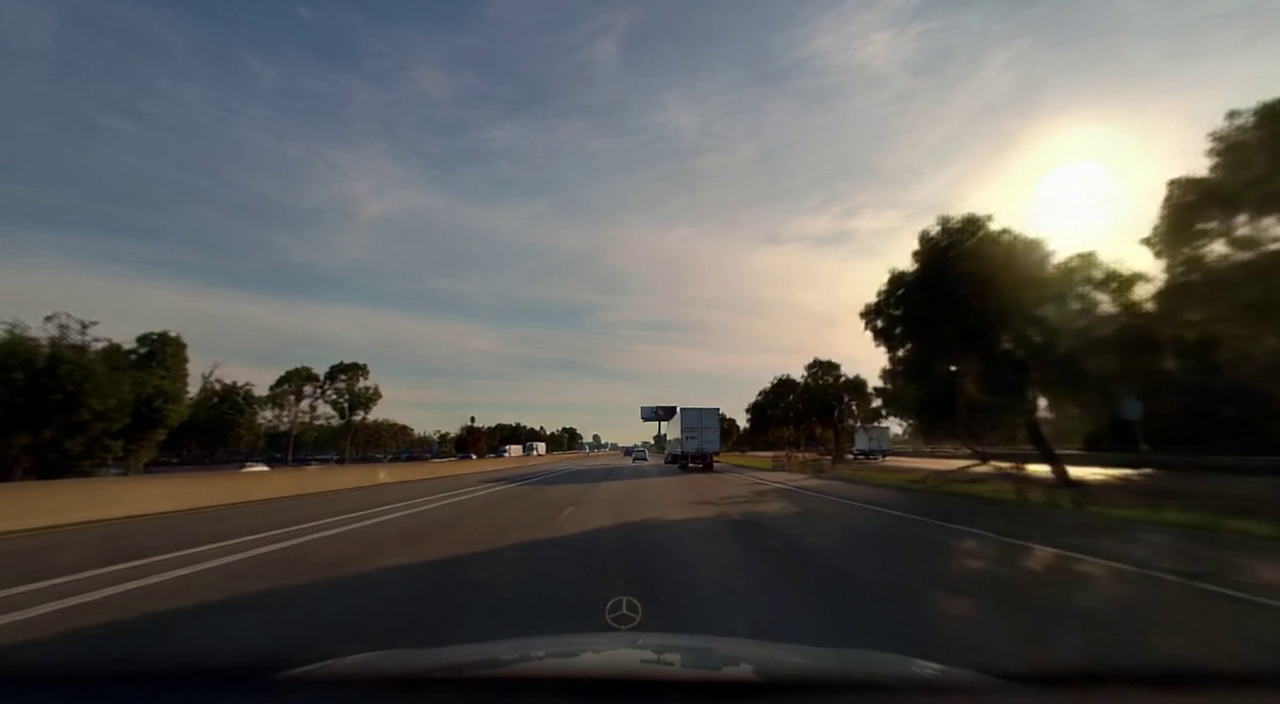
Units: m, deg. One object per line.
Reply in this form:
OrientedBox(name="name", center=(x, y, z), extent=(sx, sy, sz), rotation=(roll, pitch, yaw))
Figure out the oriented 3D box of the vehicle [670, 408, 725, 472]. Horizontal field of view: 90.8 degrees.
OrientedBox(name="vehicle", center=(4.175, 6.891, 49.102), extent=(3.058, 4.312, 12.251), rotation=(0, -9, 0))
